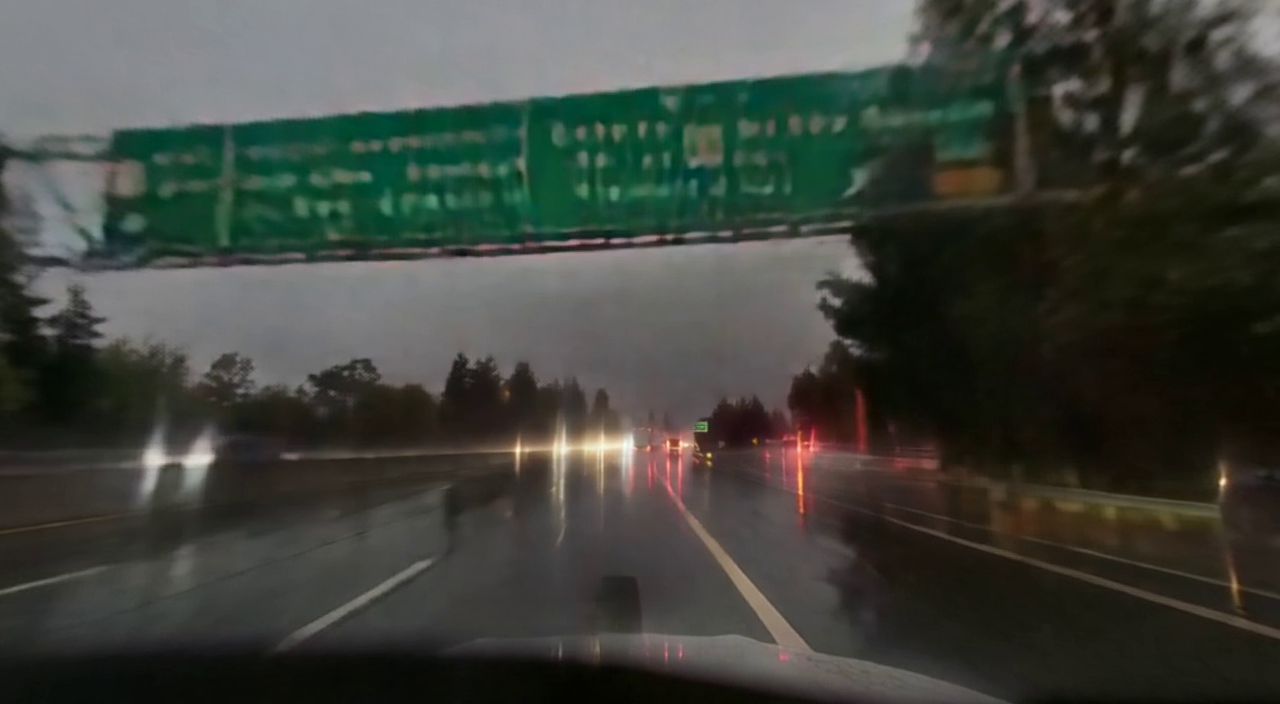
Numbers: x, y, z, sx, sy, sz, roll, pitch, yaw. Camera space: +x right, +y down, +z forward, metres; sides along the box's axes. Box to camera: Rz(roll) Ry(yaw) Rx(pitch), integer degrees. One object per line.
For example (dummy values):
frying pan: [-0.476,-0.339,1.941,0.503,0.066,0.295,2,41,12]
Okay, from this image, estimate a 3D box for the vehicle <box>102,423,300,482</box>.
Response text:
vehicle: [-16.080,3.756,23.872,2.750,1.890,6.452,0,-9,2]
